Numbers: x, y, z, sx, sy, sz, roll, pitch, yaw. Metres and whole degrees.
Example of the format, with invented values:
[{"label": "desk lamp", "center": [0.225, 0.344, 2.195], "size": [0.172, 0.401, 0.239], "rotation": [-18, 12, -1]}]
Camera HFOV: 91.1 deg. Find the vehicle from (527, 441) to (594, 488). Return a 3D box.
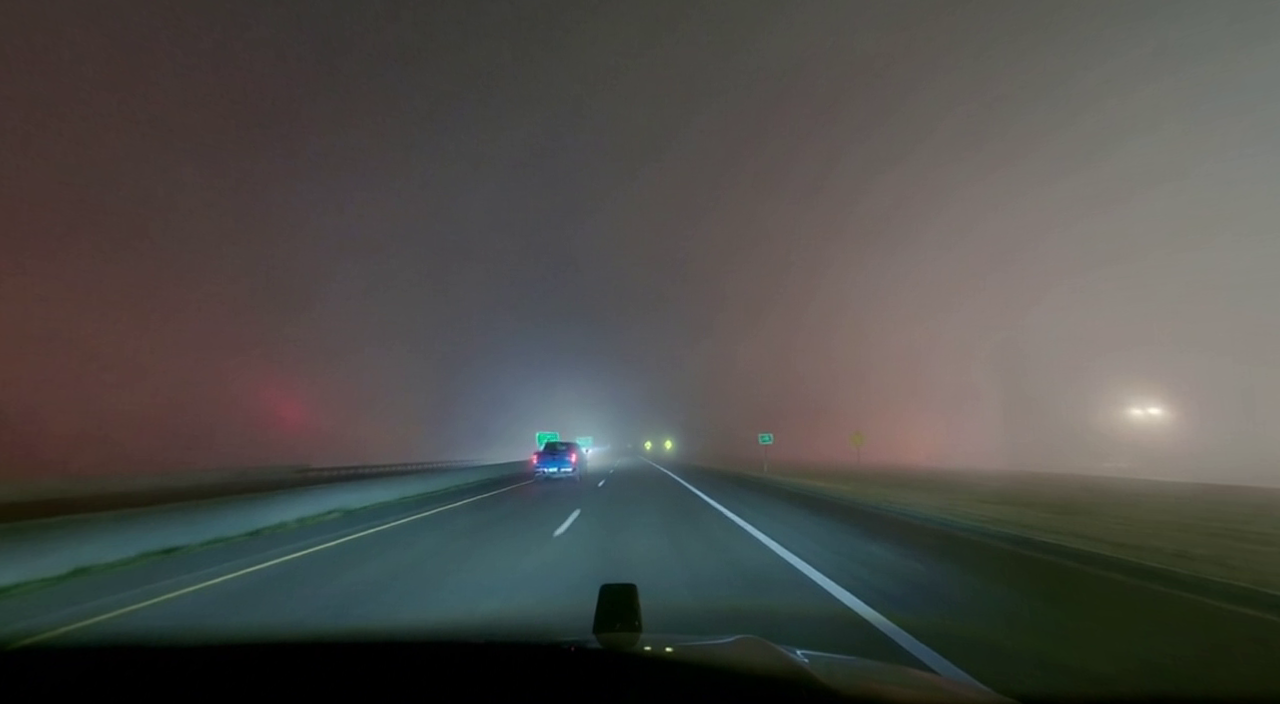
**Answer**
[{"label": "vehicle", "center": [-3.179, 4.616, 26.096], "size": [2.152, 1.717, 4.423], "rotation": [0, -9, 1]}]
